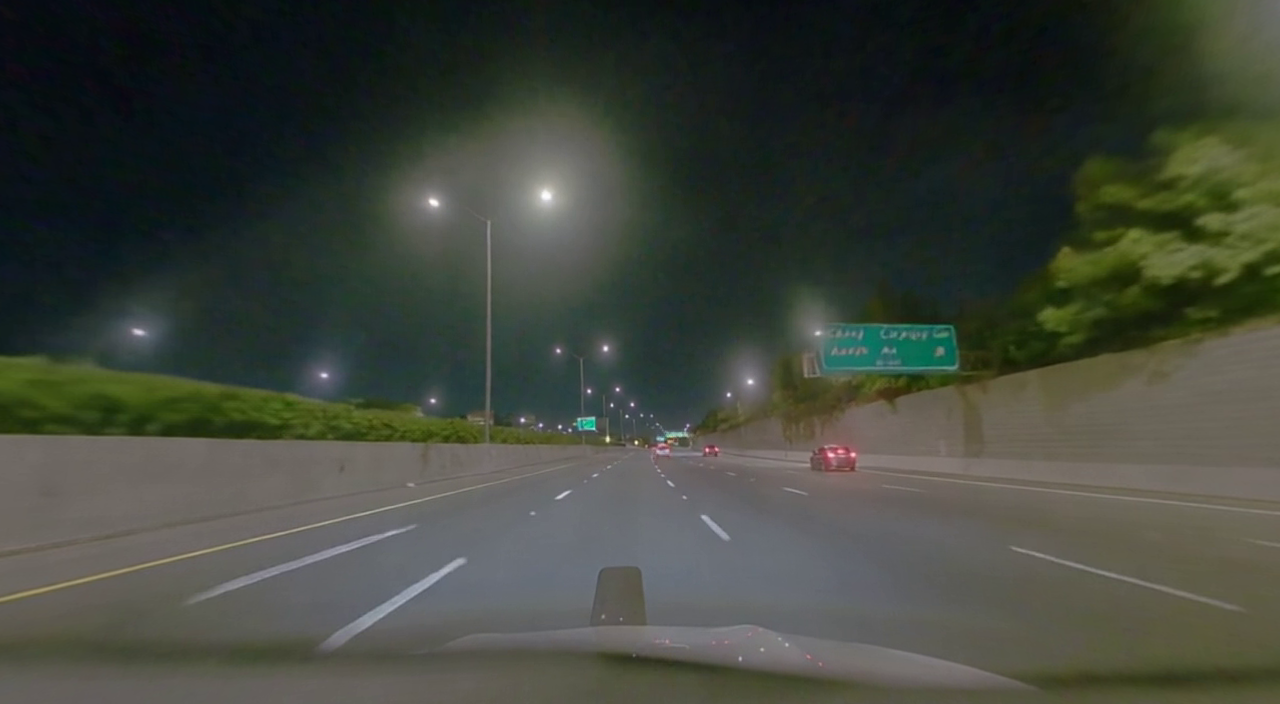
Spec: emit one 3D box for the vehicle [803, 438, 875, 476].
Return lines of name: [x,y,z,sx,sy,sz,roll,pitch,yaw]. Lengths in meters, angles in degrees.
vehicle: [10.100,5.362,32.365,2.167,1.781,4.340,0,-9,-1]
